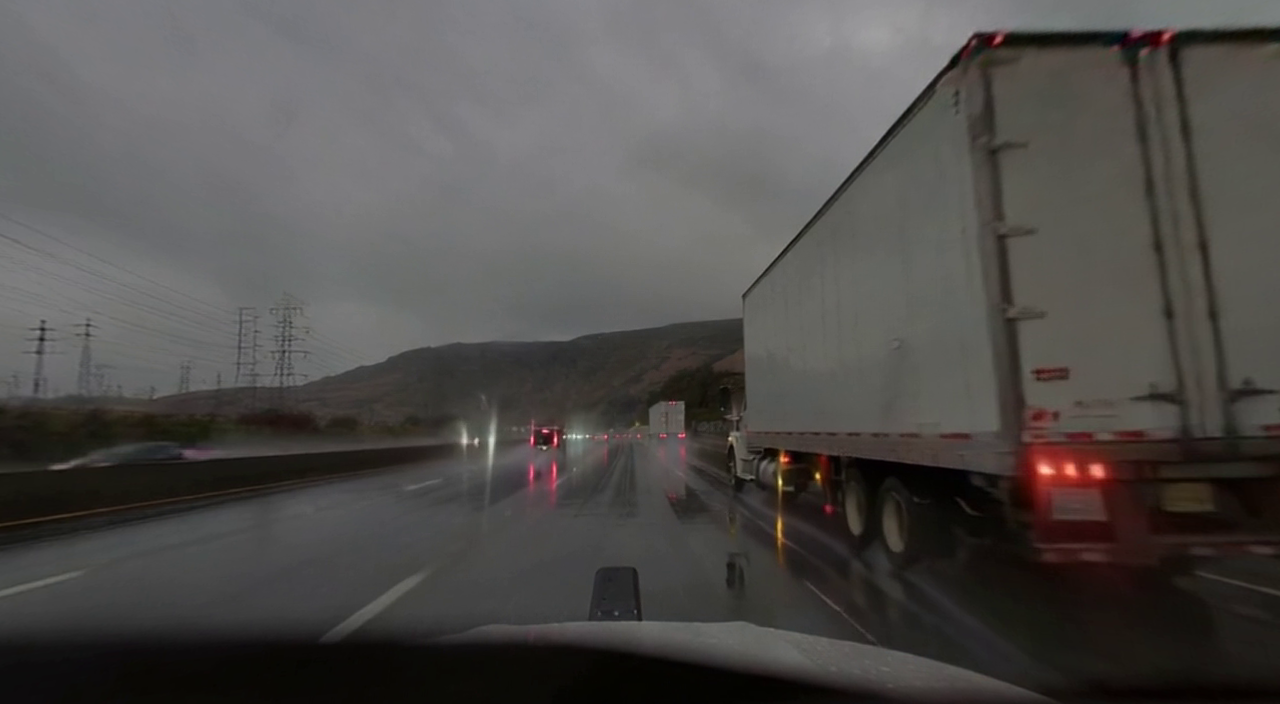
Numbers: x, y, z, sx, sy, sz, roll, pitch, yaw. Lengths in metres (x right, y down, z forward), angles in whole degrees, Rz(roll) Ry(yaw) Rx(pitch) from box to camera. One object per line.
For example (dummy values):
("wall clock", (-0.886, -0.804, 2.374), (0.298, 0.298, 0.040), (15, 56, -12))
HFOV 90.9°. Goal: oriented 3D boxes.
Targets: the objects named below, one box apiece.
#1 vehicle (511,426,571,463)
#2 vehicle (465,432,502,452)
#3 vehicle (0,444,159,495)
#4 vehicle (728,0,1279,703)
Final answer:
("vehicle", (-4.277, 4.080, 27.916), (1.965, 1.486, 4.448), (0, -7, 0))
("vehicle", (-12.294, 7.081, 49.705), (1.879, 1.472, 4.325), (0, -7, -1))
("vehicle", (-18.878, 3.875, 21.246), (1.806, 1.454, 4.468), (0, -7, -1))
("vehicle", (3.658, 0.335, 8.412), (3.060, 3.842, 11.095), (0, -8, -2))
